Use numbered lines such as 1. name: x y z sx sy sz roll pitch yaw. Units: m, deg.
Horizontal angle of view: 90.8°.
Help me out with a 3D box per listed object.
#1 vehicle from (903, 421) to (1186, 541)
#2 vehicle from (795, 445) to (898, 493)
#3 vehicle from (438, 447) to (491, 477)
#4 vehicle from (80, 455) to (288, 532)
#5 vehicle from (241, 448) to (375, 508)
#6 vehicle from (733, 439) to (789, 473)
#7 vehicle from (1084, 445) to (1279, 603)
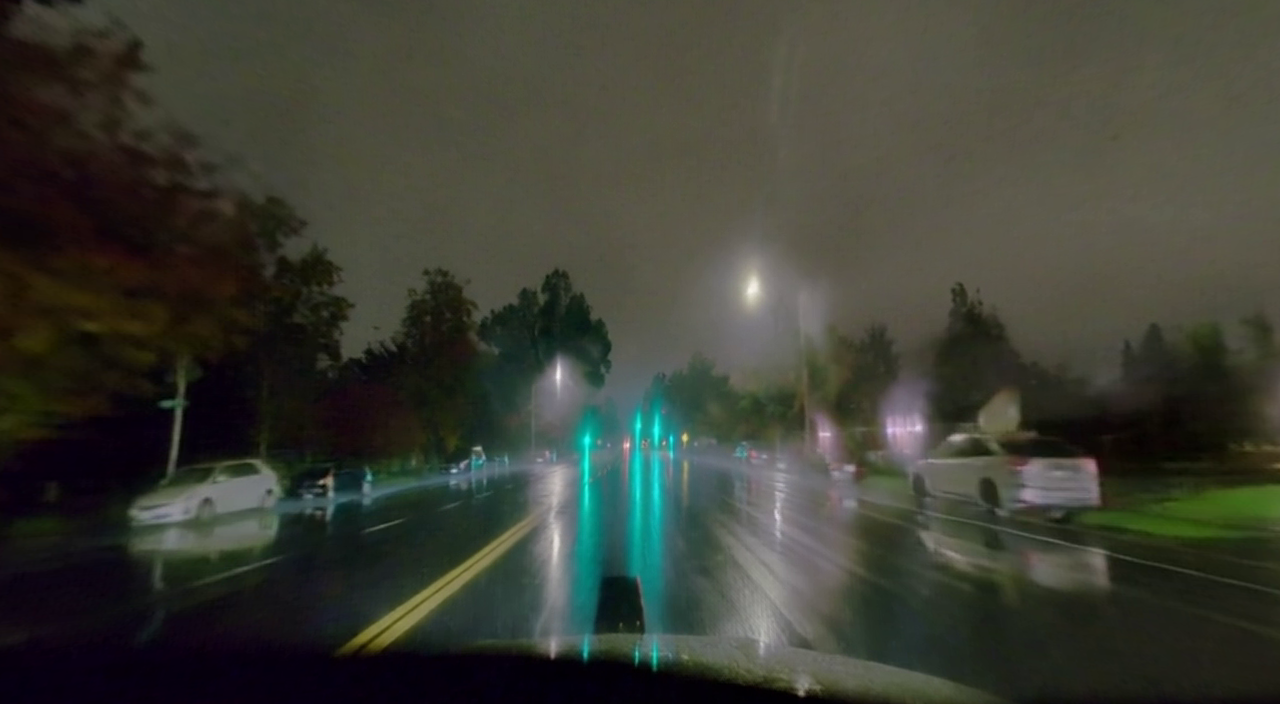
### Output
1. vehicle: 7.293 2.364 12.346 2.064 1.802 5.293 0 -8 1
2. vehicle: 7.214 4.105 22.634 1.982 1.479 4.687 0 -8 -2
3. vehicle: -10.998 6.905 39.883 2.048 1.692 4.635 -2 -9 0
4. vehicle: -10.741 3.311 15.356 1.840 1.526 4.214 0 -8 1
5. vehicle: -10.637 4.041 20.693 1.974 1.682 4.339 -2 -9 1
6. vehicle: 6.898 5.984 36.625 2.087 1.762 5.493 0 -8 0
7. vehicle: 6.881 1.665 6.367 1.882 1.433 4.622 -1 -9 7
